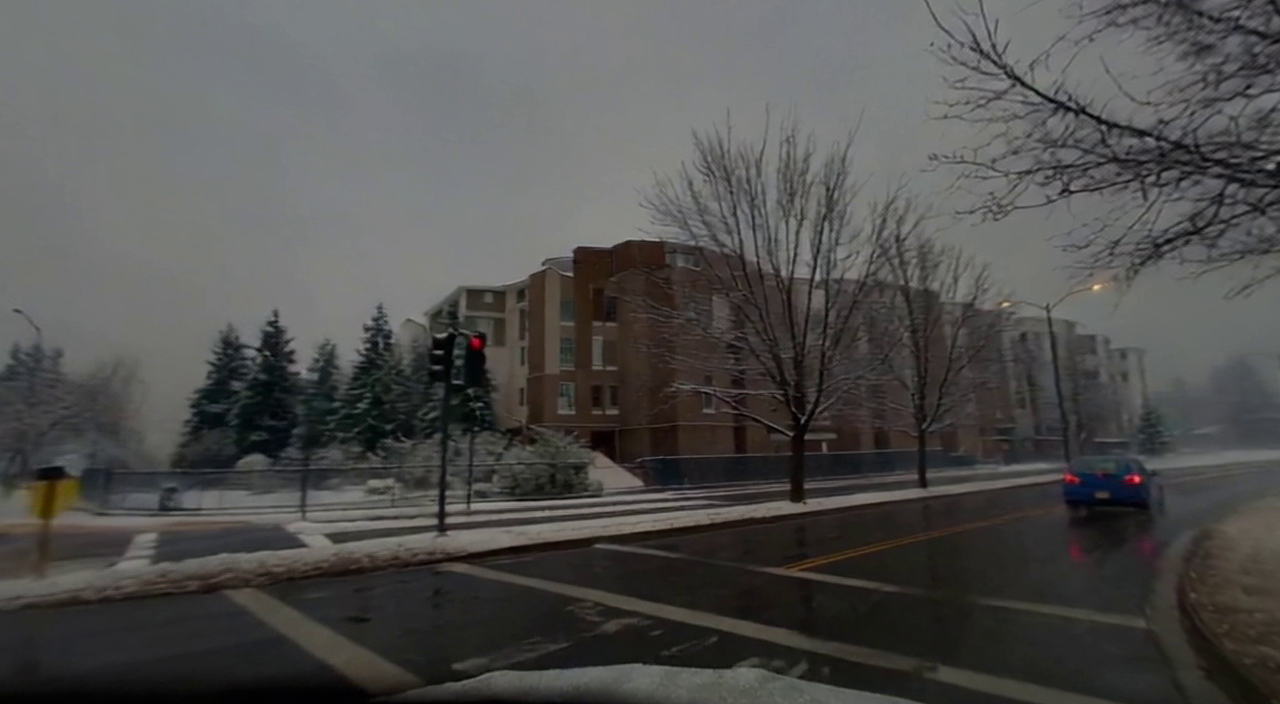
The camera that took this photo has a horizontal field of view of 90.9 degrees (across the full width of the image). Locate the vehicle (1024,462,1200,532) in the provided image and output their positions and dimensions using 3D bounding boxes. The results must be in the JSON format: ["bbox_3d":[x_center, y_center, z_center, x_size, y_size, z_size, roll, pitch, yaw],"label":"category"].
[{"bbox_3d":[10.647,3.111,14.036,5.282,1.250,1.972,9,-14,-41],"label":"vehicle"}]
